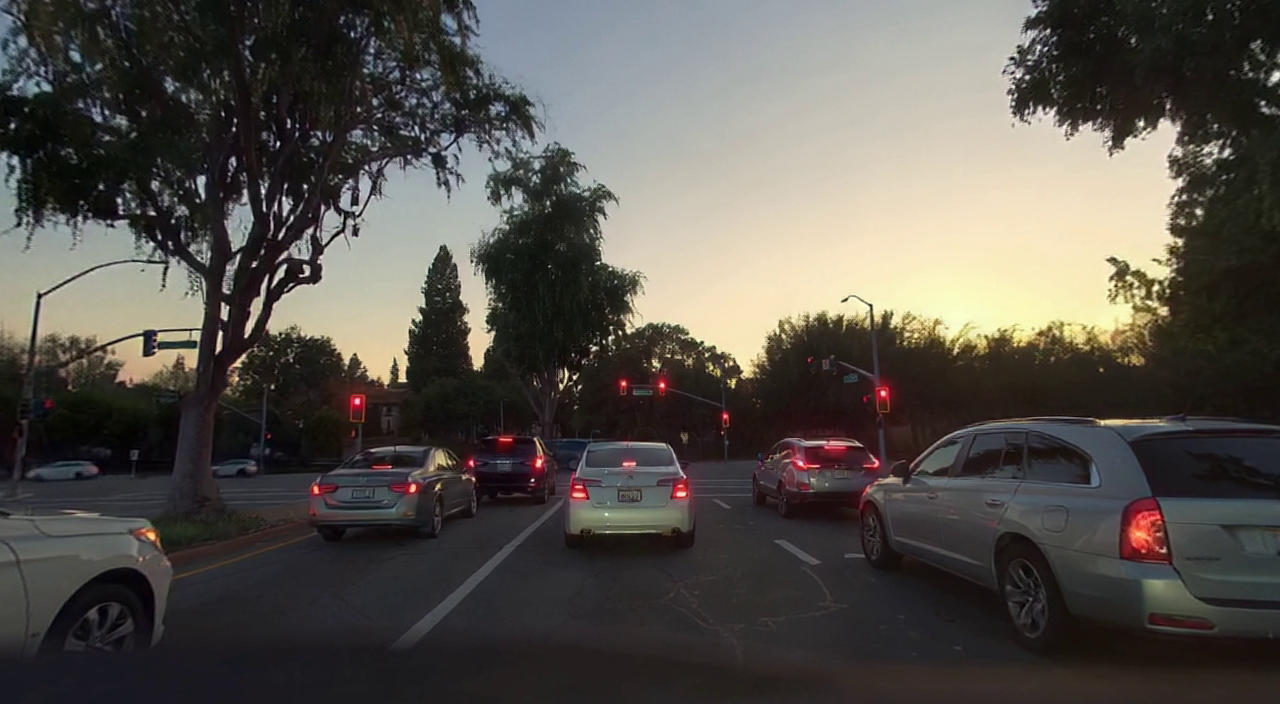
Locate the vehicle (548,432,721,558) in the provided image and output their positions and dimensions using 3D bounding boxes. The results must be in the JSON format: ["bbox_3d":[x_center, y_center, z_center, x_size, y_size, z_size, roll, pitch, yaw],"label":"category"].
[{"bbox_3d":[-0.079,2.006,9.597,2.061,1.470,3.970,0,-8,0],"label":"vehicle"}]

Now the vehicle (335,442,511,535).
[{"bbox_3d":[-3.921,2.503,12.332,1.919,1.459,4.371,0,-8,-1],"label":"vehicle"}]

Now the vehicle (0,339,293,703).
[{"bbox_3d":[-3.669,0.831,2.538,2.047,1.764,4.369,0,-8,0],"label":"vehicle"}]

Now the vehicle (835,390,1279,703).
[{"bbox_3d":[3.382,1.302,5.414,1.933,1.564,4.600,0,-8,0],"label":"vehicle"}]

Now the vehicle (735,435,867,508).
[{"bbox_3d":[3.645,2.777,15.239,1.922,1.472,4.440,0,-8,-1],"label":"vehicle"}]
